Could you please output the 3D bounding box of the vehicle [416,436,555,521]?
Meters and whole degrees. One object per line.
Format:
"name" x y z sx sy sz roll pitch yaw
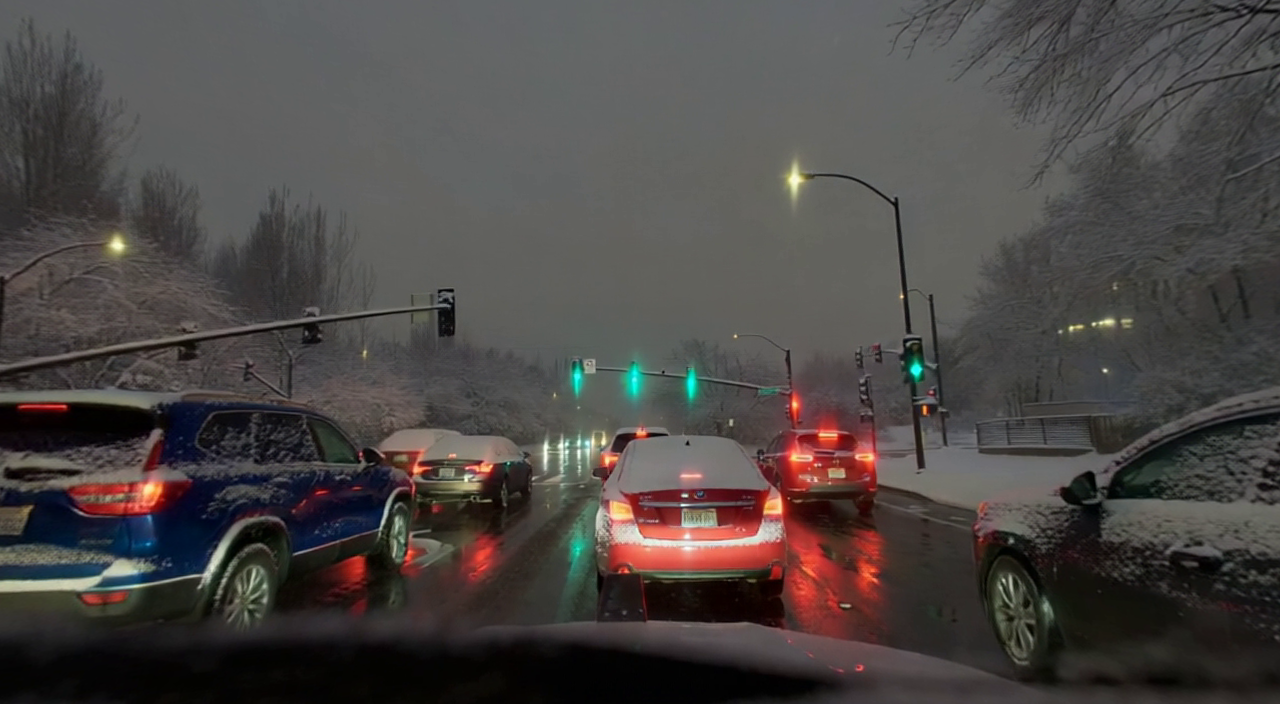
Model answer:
"vehicle" -3.075 2.587 13.424 1.868 1.516 4.114 0 -8 1

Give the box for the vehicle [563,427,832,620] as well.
"vehicle" 0.433 1.610 6.841 2.051 1.460 3.932 0 -8 0

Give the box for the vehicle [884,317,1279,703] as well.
"vehicle" 3.040 0.918 3.069 1.880 1.747 4.500 0 -8 0

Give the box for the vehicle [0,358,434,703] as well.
"vehicle" -3.454 1.224 5.294 1.889 1.767 4.289 0 -8 1
